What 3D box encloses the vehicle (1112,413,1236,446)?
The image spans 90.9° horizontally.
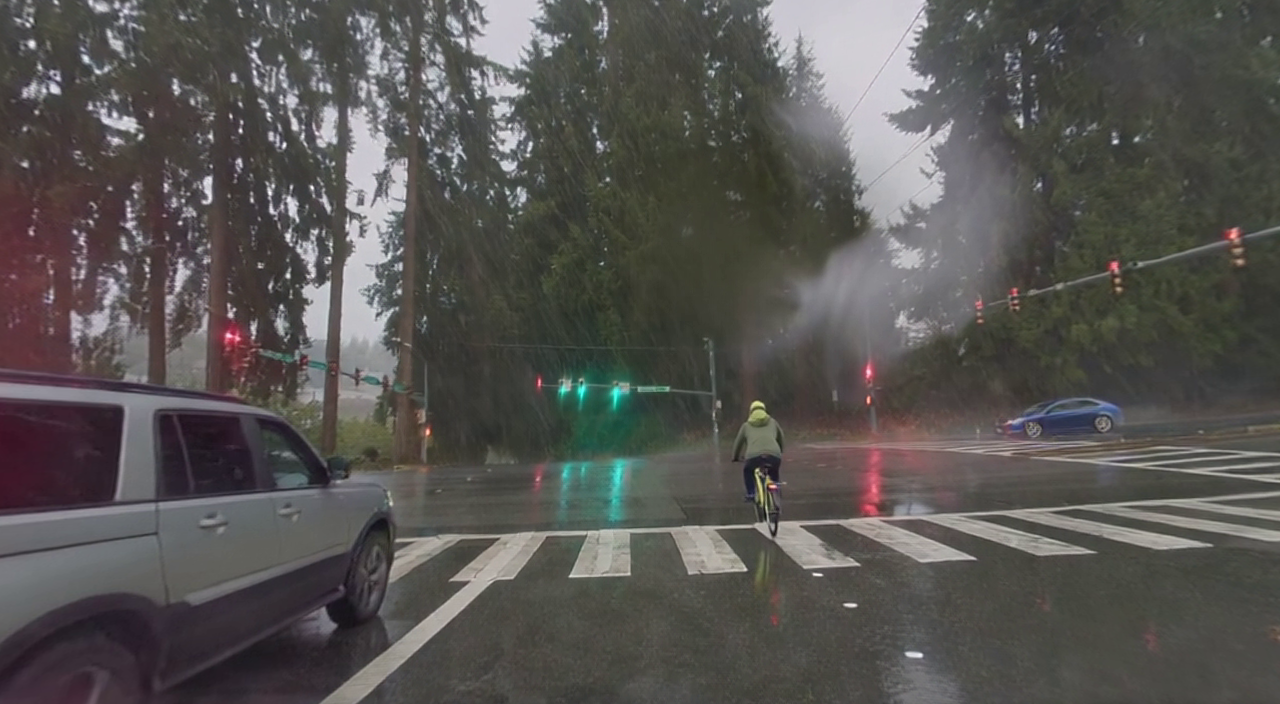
[{"bbox_3d":[25.740,3.778,30.415,4.716,1.507,1.904,2,-9,-11],"label":"vehicle"}]

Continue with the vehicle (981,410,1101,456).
[{"bbox_3d":[18.576,3.788,29.309,4.237,1.948,1.997,0,-9,-9],"label":"vehicle"}]

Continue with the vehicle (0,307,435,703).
[{"bbox_3d":[-2.960,0.990,3.533,2.049,1.756,4.602,0,-8,0],"label":"vehicle"}]
